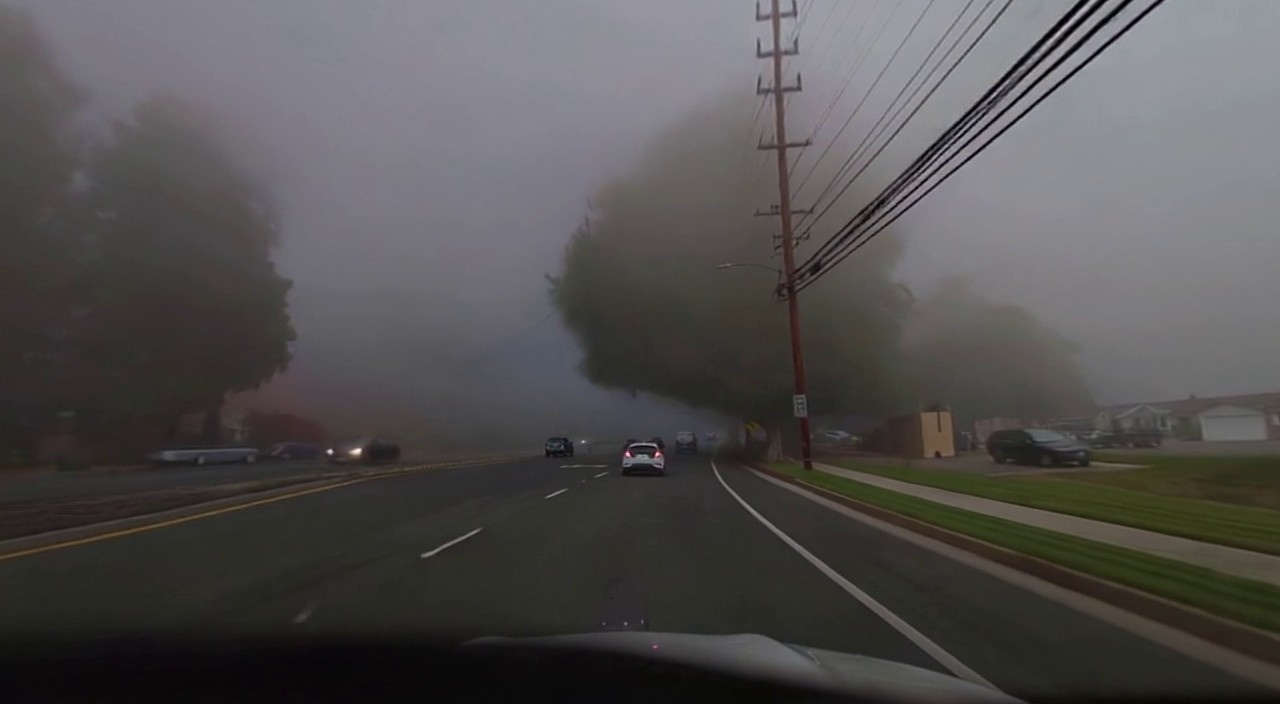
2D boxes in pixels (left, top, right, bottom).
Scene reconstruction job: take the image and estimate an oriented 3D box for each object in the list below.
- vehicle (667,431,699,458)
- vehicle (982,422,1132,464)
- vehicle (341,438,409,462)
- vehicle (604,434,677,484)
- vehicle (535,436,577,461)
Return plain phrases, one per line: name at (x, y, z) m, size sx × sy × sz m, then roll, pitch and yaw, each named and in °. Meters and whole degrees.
vehicle at (3.392, 7.146, 48.728) m, size 2.158 × 1.939 × 4.935 m, roll -1°, pitch -8°, yaw 8°
vehicle at (17.429, 3.850, 26.591) m, size 4.751 × 1.661 × 2.022 m, roll -2°, pitch -9°, yaw 12°
vehicle at (-16.944, 6.293, 40.583) m, size 1.893 × 1.494 × 4.752 m, roll -1°, pitch -8°, yaw 5°
vehicle at (0.120, 3.487, 20.866) m, size 2.117 × 1.474 × 4.036 m, roll -1°, pitch -8°, yaw 4°
vehicle at (-5.216, 6.068, 39.671) m, size 1.983 × 1.485 × 4.159 m, roll 0°, pitch -8°, yaw 2°
